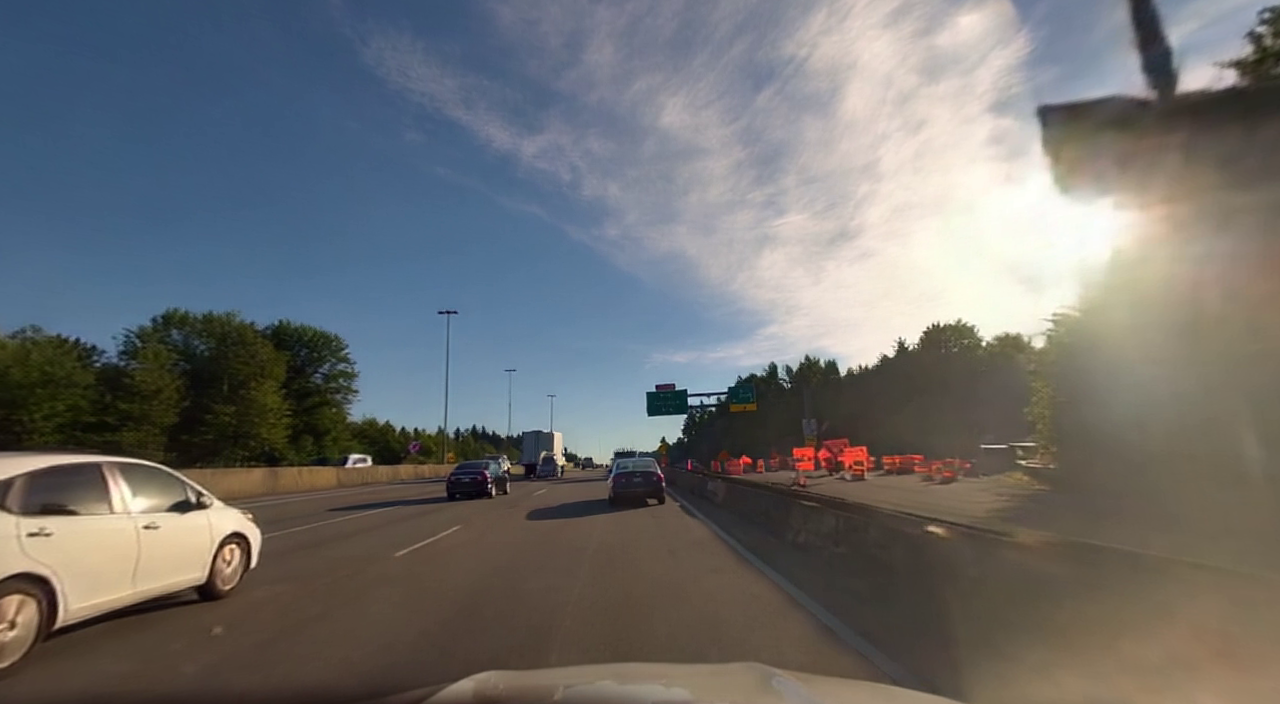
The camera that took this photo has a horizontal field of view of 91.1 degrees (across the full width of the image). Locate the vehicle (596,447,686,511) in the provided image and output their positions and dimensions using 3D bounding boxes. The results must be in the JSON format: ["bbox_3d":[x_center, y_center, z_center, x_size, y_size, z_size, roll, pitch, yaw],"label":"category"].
[{"bbox_3d":[-0.012,3.224,16.440,2.080,1.451,3.512,0,-9,-1],"label":"vehicle"}]

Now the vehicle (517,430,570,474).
[{"bbox_3d":[-6.149,6.516,41.043,2.326,2.645,6.249,-1,-9,2],"label":"vehicle"}]

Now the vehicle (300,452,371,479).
[{"bbox_3d":[-19.485,7.265,40.508,2.357,1.631,4.515,0,-9,-1],"label":"vehicle"}]

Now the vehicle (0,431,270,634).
[{"bbox_3d":[-5.681,1.505,5.739,1.892,1.481,4.573,0,-9,-1],"label":"vehicle"}]

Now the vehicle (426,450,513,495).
[{"bbox_3d":[-6.012,4.279,22.688,2.063,1.417,4.000,0,-9,-1],"label":"vehicle"}]
